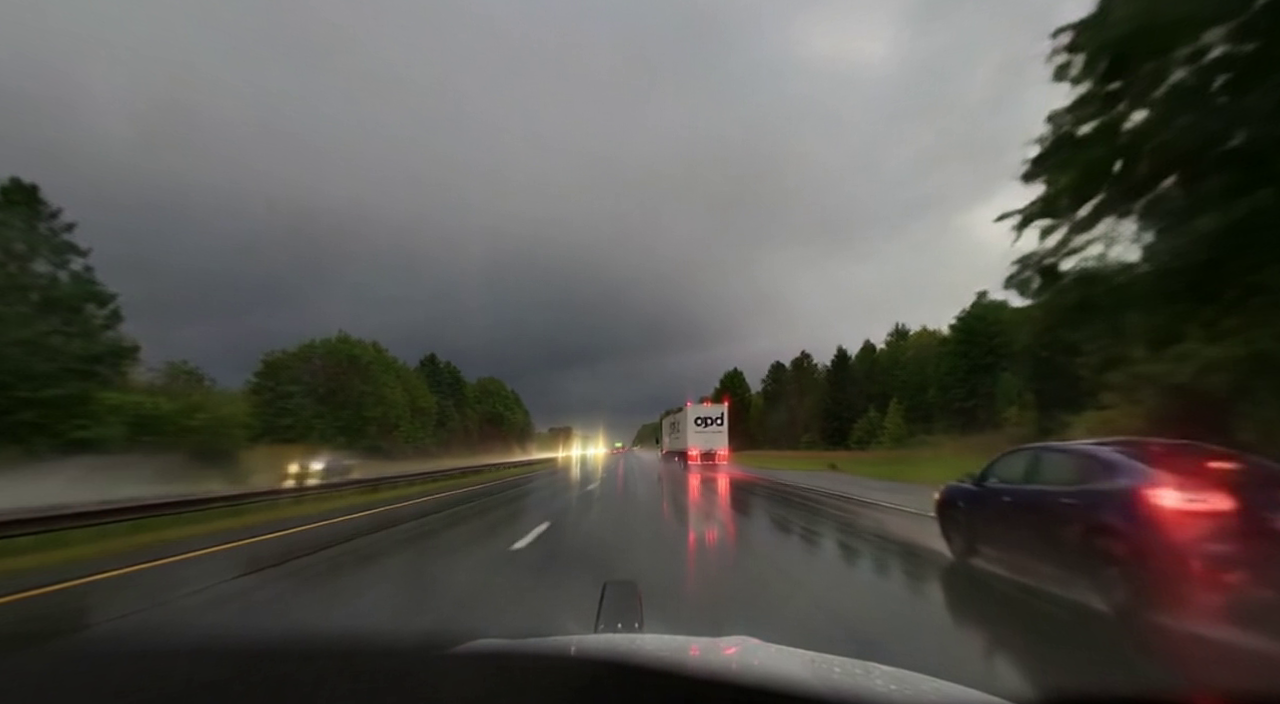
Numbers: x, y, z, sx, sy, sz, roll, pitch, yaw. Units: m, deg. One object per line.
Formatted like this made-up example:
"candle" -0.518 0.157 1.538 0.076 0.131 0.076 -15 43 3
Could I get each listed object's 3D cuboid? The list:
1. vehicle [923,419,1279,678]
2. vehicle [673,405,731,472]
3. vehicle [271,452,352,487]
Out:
"vehicle" 4.396 1.430 5.594 1.910 1.474 3.776 0 -9 -1
"vehicle" 3.890 5.758 41.497 2.856 3.933 8.334 0 -9 -1
"vehicle" -16.472 5.852 31.744 1.879 1.607 4.218 0 -9 -2
